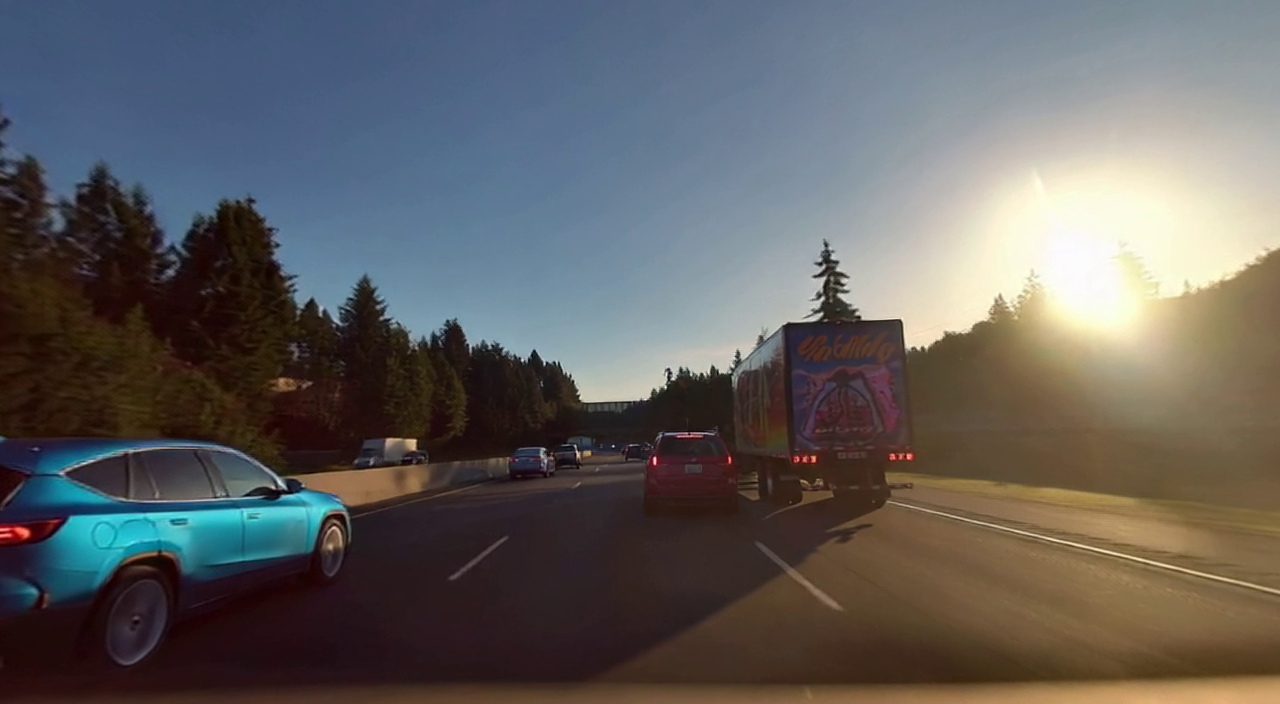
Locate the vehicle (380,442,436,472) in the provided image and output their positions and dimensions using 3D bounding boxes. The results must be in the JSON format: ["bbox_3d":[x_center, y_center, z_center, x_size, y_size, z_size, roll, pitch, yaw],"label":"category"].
[{"bbox_3d":[-15.648,7.097,42.796,2.011,1.875,4.685,0,-8,0],"label":"vehicle"}]

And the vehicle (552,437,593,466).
[{"bbox_3d":[-4.221,6.283,39.872,2.014,1.683,4.275,0,-8,1],"label":"vehicle"}]

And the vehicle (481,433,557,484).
[{"bbox_3d":[-4.214,3.752,22.516,1.905,1.642,3.803,0,-8,1],"label":"vehicle"}]

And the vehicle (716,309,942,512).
[{"bbox_3d":[4.605,2.159,19.732,2.828,4.081,14.220,0,-8,1],"label":"vehicle"}]

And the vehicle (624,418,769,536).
[{"bbox_3d":[0.756,2.038,10.795,2.017,1.662,3.543,0,-8,-2],"label":"vehicle"}]

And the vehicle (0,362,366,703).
[{"bbox_3d":[-3.999,1.114,4.520,1.983,1.666,4.452,0,-8,1],"label":"vehicle"}]
